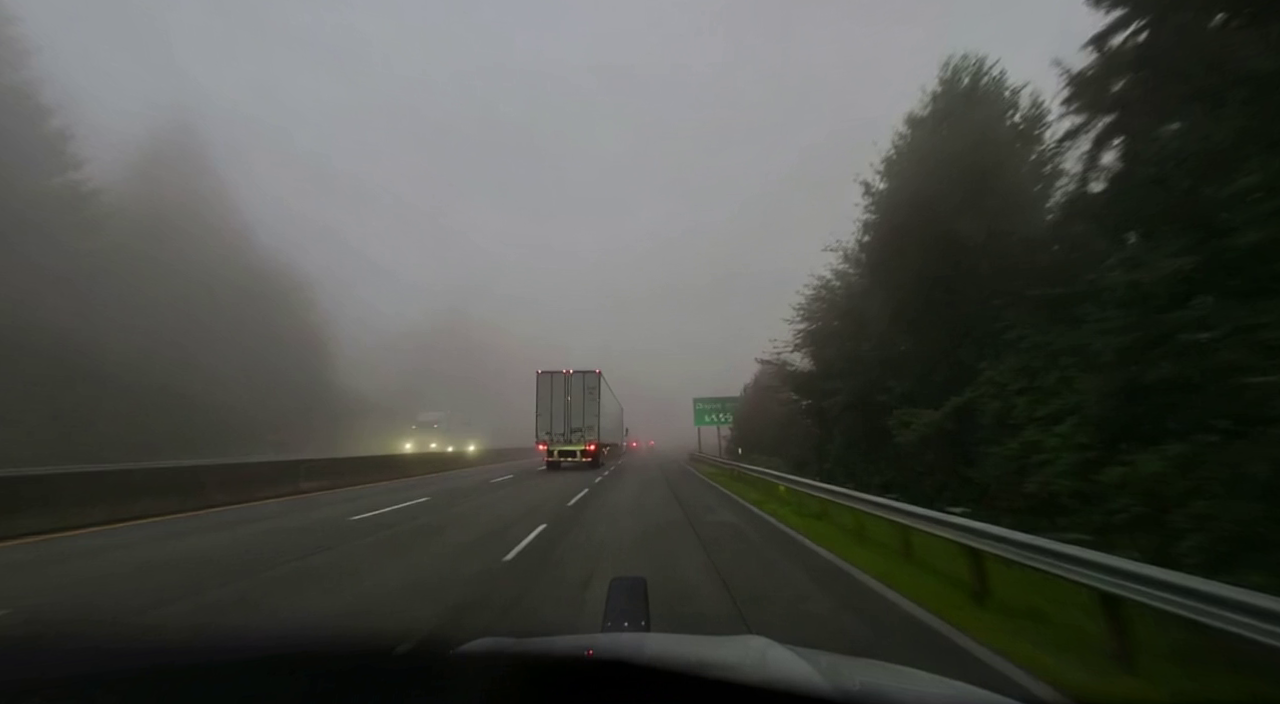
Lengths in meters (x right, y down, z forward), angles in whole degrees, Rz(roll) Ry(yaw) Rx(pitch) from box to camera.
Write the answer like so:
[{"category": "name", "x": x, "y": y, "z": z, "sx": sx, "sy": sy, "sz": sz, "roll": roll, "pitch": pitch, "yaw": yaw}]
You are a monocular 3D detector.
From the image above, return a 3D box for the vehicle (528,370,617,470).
[{"category": "vehicle", "x": -3.024, "y": 3.781, "z": 32.779, "sx": 2.947, "sy": 4.051, "sz": 14.256, "roll": 1, "pitch": -8, "yaw": 0}]
